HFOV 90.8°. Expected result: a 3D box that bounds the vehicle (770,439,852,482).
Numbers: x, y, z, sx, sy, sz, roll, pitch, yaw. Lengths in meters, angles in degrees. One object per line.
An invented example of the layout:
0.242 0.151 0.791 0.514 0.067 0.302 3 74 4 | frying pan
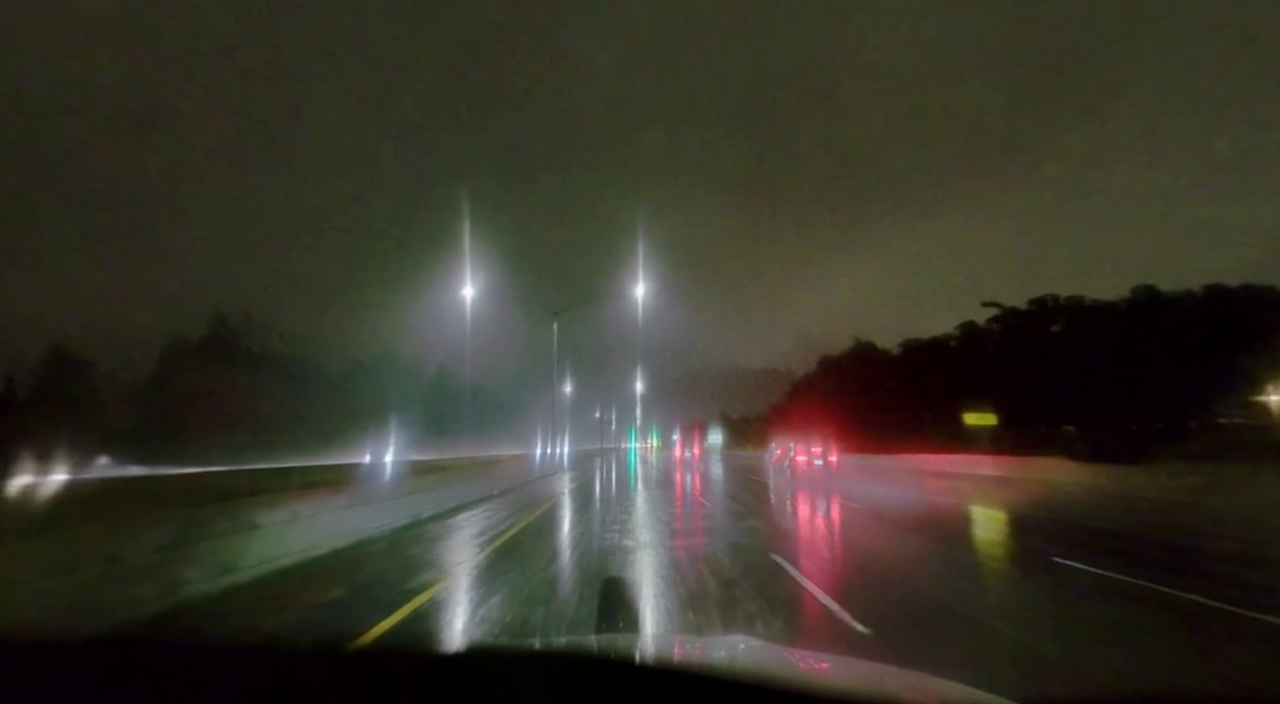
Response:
6.623 4.246 24.932 2.038 1.528 3.910 0 -9 -2 | vehicle

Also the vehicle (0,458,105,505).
-22.050 4.595 22.766 2.022 1.416 3.938 0 -8 0 | vehicle

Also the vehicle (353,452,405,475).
-14.645 6.233 35.576 1.417 1.156 3.608 0 -8 0 | vehicle

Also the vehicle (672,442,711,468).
3.231 6.531 40.322 2.056 1.553 4.320 0 -9 -1 | vehicle
